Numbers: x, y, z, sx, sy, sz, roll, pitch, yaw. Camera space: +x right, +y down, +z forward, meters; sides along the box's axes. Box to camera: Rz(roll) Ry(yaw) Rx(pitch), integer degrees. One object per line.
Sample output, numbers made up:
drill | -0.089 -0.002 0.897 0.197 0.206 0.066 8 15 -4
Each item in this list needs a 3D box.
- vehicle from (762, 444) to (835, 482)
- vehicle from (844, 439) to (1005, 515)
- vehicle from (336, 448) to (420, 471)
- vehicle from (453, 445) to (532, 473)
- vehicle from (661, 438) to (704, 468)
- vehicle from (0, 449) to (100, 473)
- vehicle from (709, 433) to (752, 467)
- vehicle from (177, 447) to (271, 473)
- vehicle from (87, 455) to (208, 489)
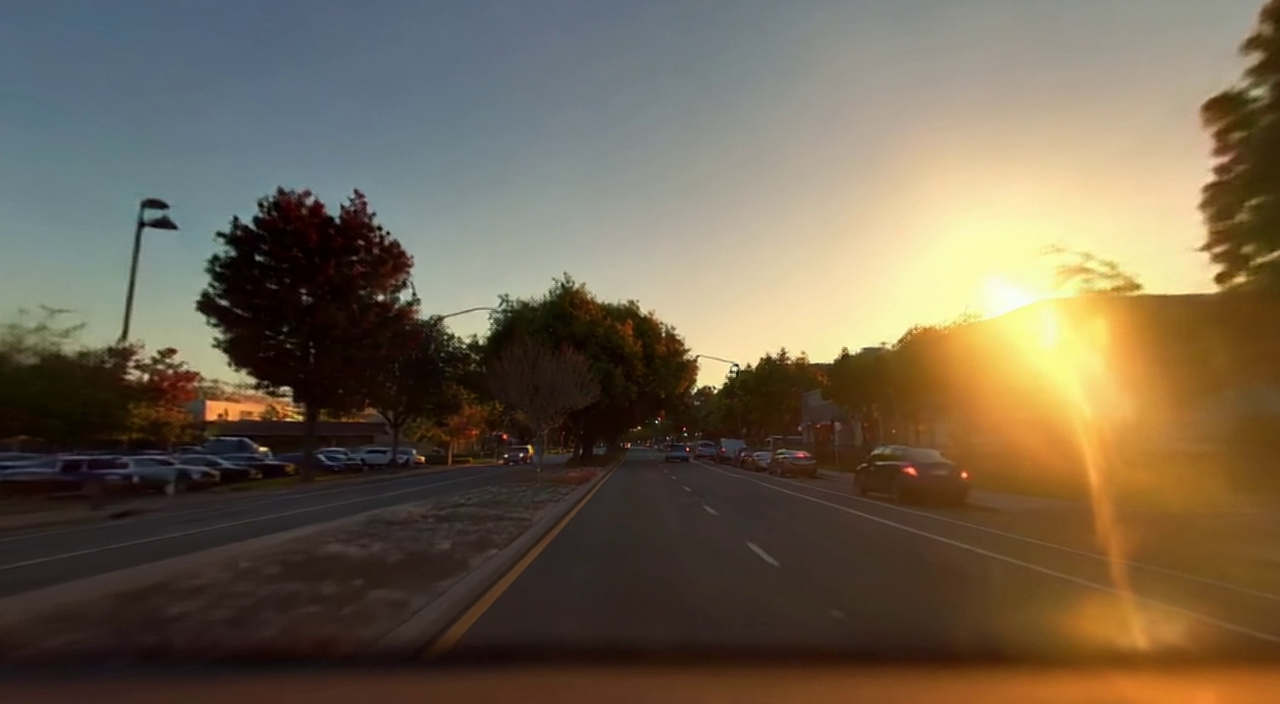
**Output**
vehicle | 7.286 5.133 29.647 1.951 1.601 5.147 0 -8 -2
vehicle | 7.157 3.156 16.536 1.994 1.691 4.472 0 -8 -2
vehicle | -16.925 6.949 40.923 4.635 1.457 2.060 -2 -9 11
vehicle | -9.011 6.496 38.555 4.700 1.567 2.165 -7 -11 37
vehicle | 2.710 6.647 41.669 2.293 1.814 4.589 0 -8 -3
vehicle | -38.830 7.159 41.707 1.864 1.502 4.432 -2 -9 14
vehicle | 6.956 7.578 49.090 2.323 2.433 5.901 0 -8 -1
vehicle | -25.471 6.613 38.917 1.893 1.477 4.621 -3 -9 15
vehicle | -23.811 5.794 30.770 1.768 1.429 4.423 -2 -9 13
